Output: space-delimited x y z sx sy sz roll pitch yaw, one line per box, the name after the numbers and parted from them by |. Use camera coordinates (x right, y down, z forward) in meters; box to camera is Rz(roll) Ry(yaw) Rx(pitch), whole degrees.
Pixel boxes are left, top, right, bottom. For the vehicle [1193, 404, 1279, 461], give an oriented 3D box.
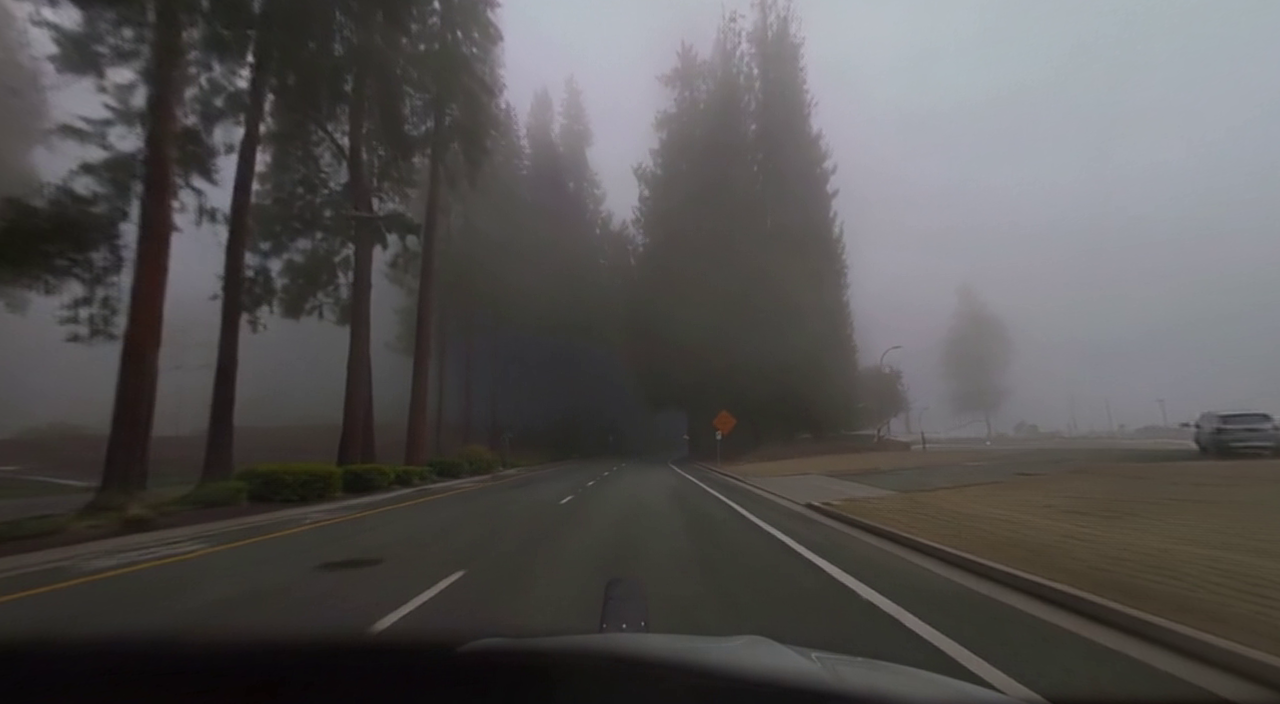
21.912 2.926 22.602 1.889 1.853 4.207 -4 -9 25 | vehicle
